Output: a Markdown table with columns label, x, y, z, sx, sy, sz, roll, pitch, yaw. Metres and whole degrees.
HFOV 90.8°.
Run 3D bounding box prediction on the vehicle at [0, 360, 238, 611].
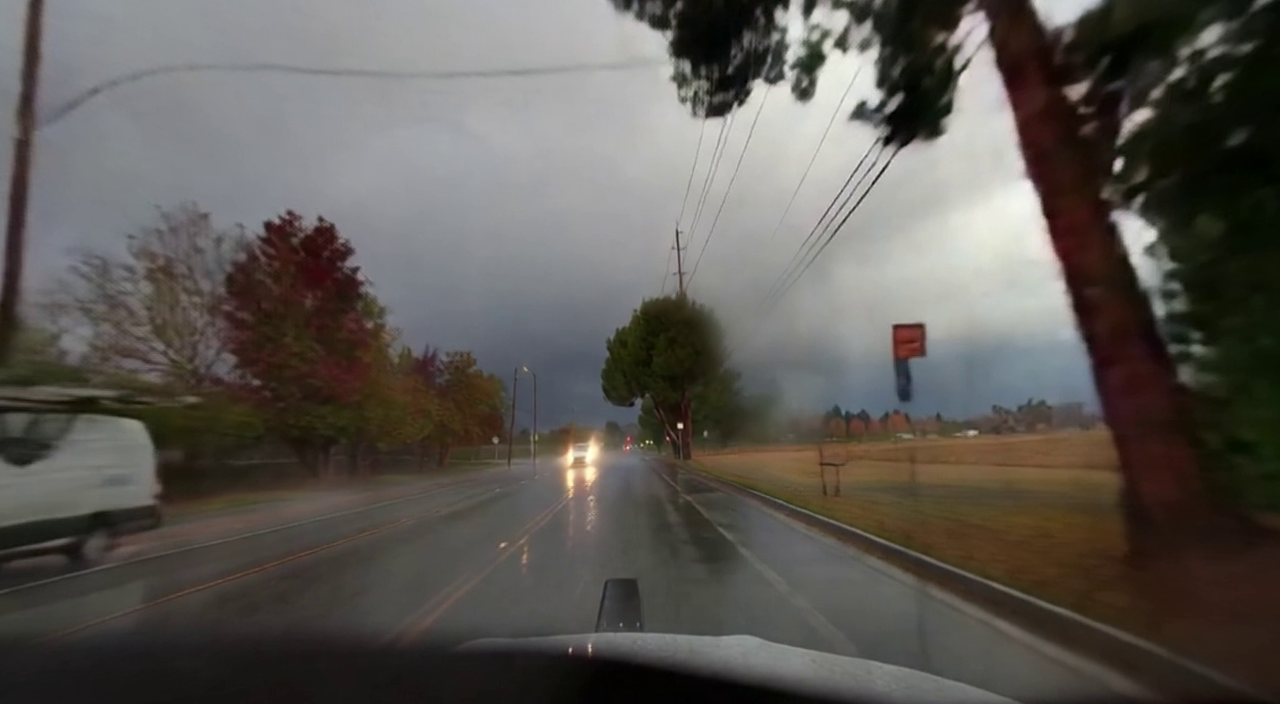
| label | x | y | z | sx | sy | sz | roll | pitch | yaw |
| --- | --- | --- | --- | --- | --- | --- | --- | --- | --- |
| vehicle | -8.094 | 1.575 | 7.637 | 2.351 | 2.696 | 6.106 | -1 | -8 | 1 |

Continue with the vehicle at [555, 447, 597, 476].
| label | x | y | z | sx | sy | sz | roll | pitch | yaw |
| --- | --- | --- | --- | --- | --- | --- | --- | --- | --- |
| vehicle | -3.858 | 6.715 | 39.003 | 2.086 | 1.608 | 4.649 | -1 | -9 | 0 |
